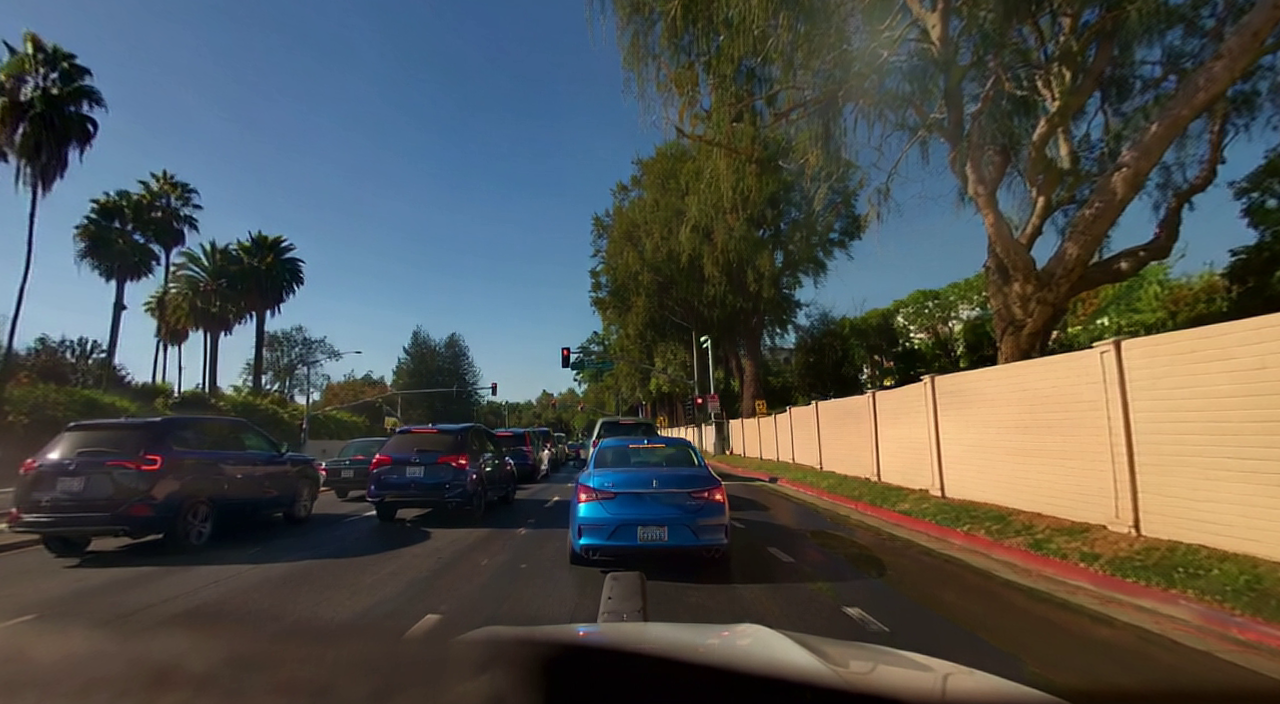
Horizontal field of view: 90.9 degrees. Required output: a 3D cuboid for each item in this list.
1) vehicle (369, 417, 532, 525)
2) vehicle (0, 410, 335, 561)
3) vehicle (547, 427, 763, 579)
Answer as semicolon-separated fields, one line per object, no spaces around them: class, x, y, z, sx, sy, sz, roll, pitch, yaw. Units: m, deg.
vehicle;-3.450;2.250;12.443;2.007;1.746;4.136;0;-8;-2
vehicle;-6.691;1.873;9.584;1.963;1.721;4.467;0;-8;-2
vehicle;0.070;1.803;8.415;2.128;1.473;4.272;0;-8;-2
